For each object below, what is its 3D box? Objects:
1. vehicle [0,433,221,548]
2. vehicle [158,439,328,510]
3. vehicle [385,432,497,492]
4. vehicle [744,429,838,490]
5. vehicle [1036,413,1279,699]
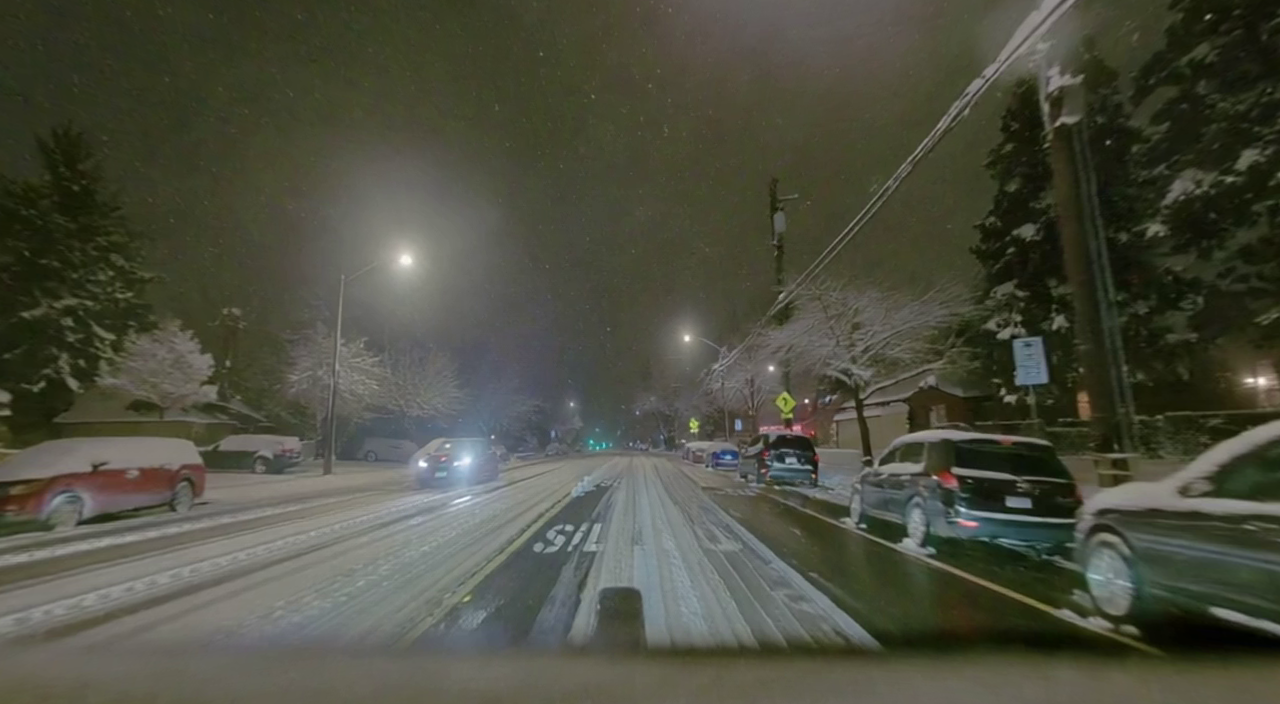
[{"bbox_3d":[-11.199,2.634,12.833,2.065,1.869,4.806,0,-8,-1],"label":"vehicle"},{"bbox_3d":[-11.157,3.438,18.274,1.917,1.763,4.557,0,-8,0],"label":"vehicle"},{"bbox_3d":[-6.307,3.535,20.662,2.166,1.734,4.551,0,-8,0],"label":"vehicle"},{"bbox_3d":[5.029,3.632,21.682,2.087,1.869,4.159,0,-8,-1],"label":"vehicle"},{"bbox_3d":[4.842,1.172,3.577,2.251,1.639,4.353,1,-8,-2],"label":"vehicle"}]
